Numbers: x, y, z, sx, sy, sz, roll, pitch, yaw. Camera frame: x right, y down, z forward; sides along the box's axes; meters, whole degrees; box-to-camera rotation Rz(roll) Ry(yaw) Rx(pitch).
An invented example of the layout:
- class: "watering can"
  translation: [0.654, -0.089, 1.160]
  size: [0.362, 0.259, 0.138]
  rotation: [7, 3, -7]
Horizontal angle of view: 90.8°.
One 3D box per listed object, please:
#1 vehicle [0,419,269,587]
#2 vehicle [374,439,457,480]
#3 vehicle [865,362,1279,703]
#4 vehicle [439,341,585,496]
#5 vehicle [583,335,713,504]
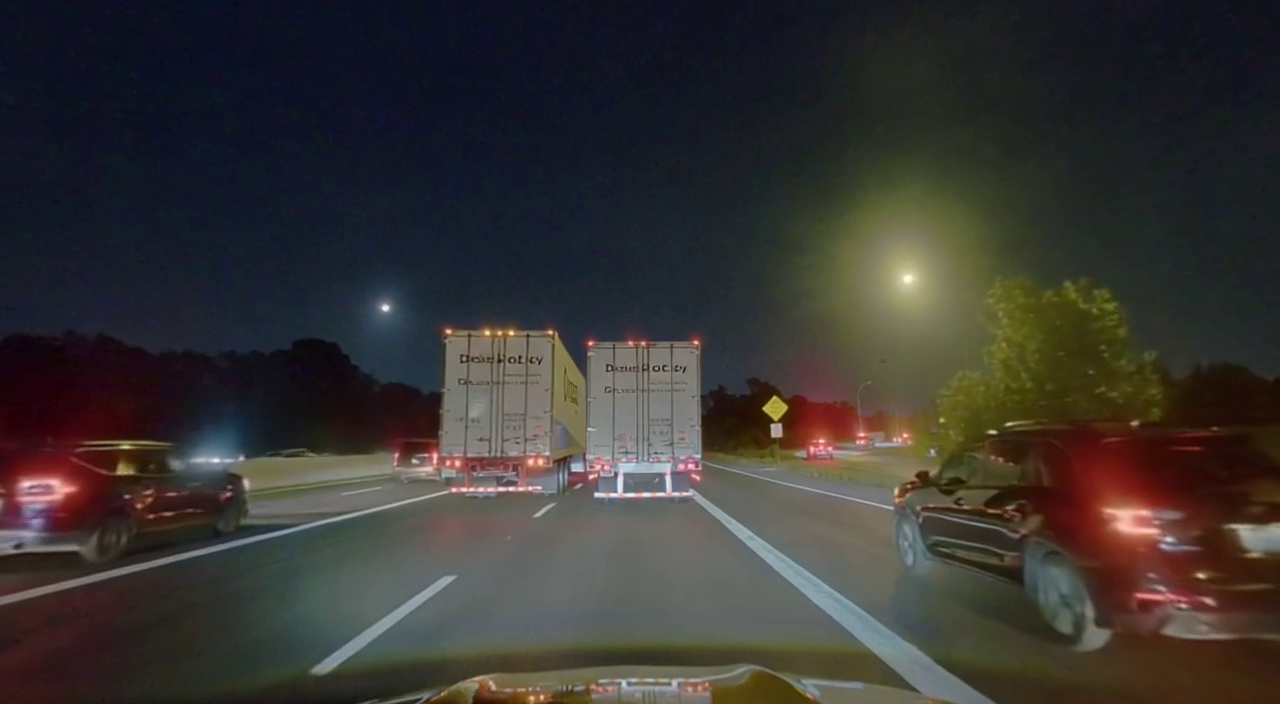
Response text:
- class: "vehicle"
  translation: [-7.455, 1.870, 8.685]
  size: [2.017, 1.694, 4.420]
  rotation: [0, -9, -1]
- class: "vehicle"
  translation: [-11.071, 5.328, 31.693]
  size: [2.120, 1.862, 5.530]
  rotation: [0, -8, 0]
- class: "vehicle"
  translation: [3.961, 1.262, 5.612]
  size: [2.136, 1.753, 4.644]
  rotation: [0, -9, -1]
- class: "vehicle"
  translation: [-3.879, 2.561, 22.370]
  size: [2.888, 4.154, 10.960]
  rotation: [0, -9, 0]
- class: "vehicle"
  translation: [0.077, 2.237, 19.274]
  size: [2.910, 3.828, 9.805]
  rotation: [0, -9, -1]
